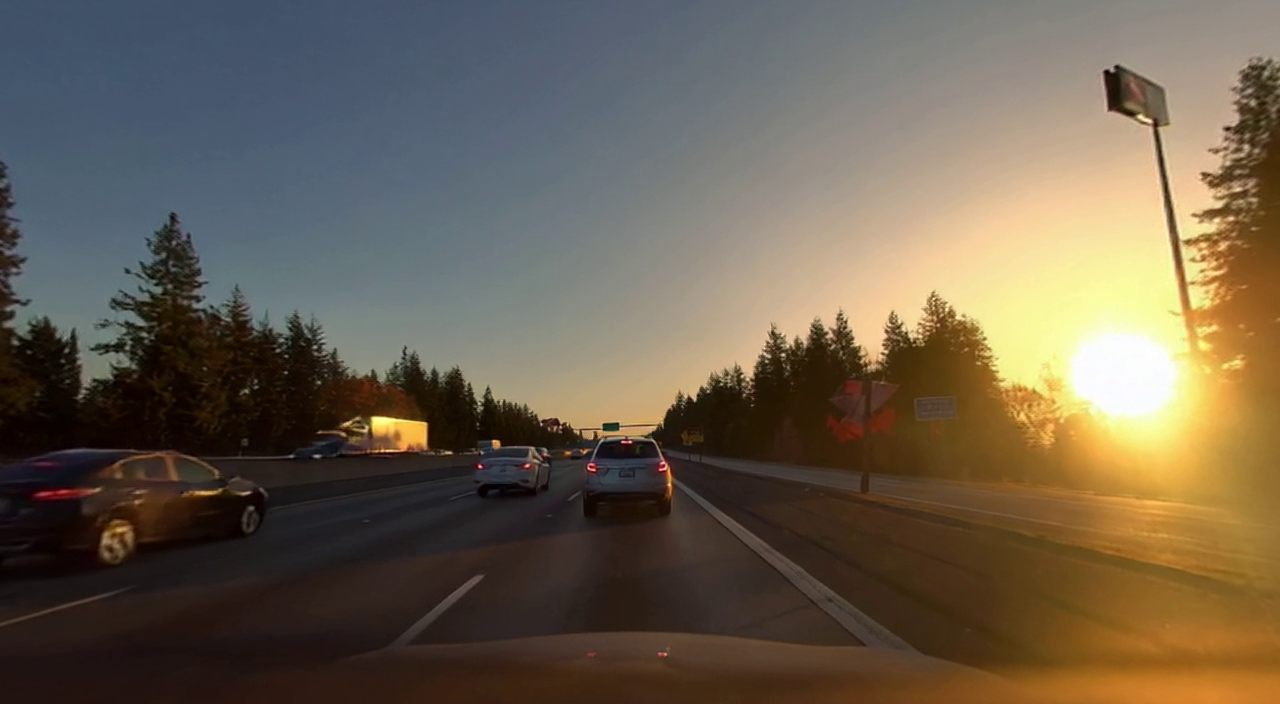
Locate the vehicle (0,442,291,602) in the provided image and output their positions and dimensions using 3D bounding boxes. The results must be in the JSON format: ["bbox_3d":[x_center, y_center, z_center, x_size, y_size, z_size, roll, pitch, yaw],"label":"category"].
[{"bbox_3d":[-6.887,1.938,8.212,1.892,1.468,4.792,0,-9,0],"label":"vehicle"}]

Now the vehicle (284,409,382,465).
[{"bbox_3d":[-23.192,6.591,48.263,3.063,3.879,8.695,0,-9,-1],"label":"vehicle"}]

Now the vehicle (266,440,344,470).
[{"bbox_3d":[-19.125,5.888,36.201,1.859,1.624,4.863,0,-9,-1],"label":"vehicle"}]

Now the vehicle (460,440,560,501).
[{"bbox_3d":[-3.567,3.334,18.171,1.889,1.522,4.465,0,-9,1],"label":"vehicle"}]

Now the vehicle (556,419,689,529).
[{"bbox_3d":[-0.300,2.331,12.581,2.127,1.749,4.776,0,-9,-1],"label":"vehicle"}]
